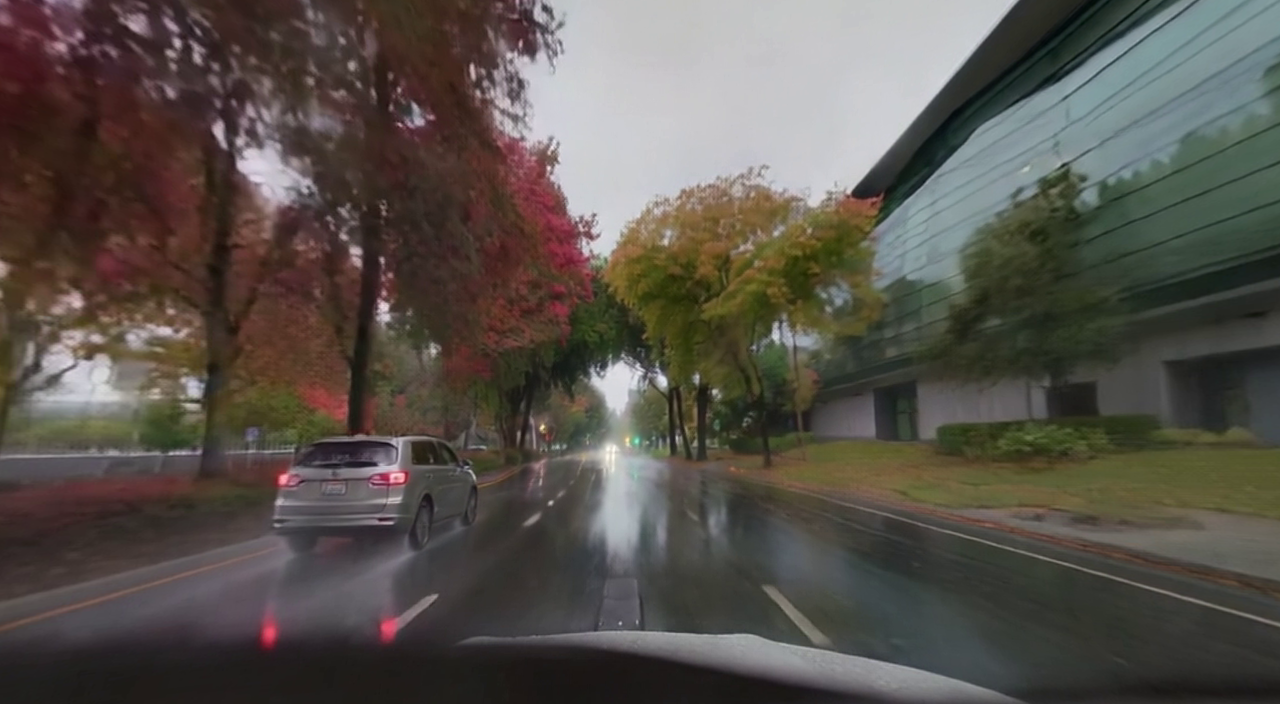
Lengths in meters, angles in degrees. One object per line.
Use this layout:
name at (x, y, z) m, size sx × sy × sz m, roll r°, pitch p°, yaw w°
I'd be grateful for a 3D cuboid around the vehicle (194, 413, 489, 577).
vehicle at (-3.665, 1.837, 8.953) m, size 2.067 × 1.700 × 4.561 m, roll 0°, pitch -9°, yaw -2°
